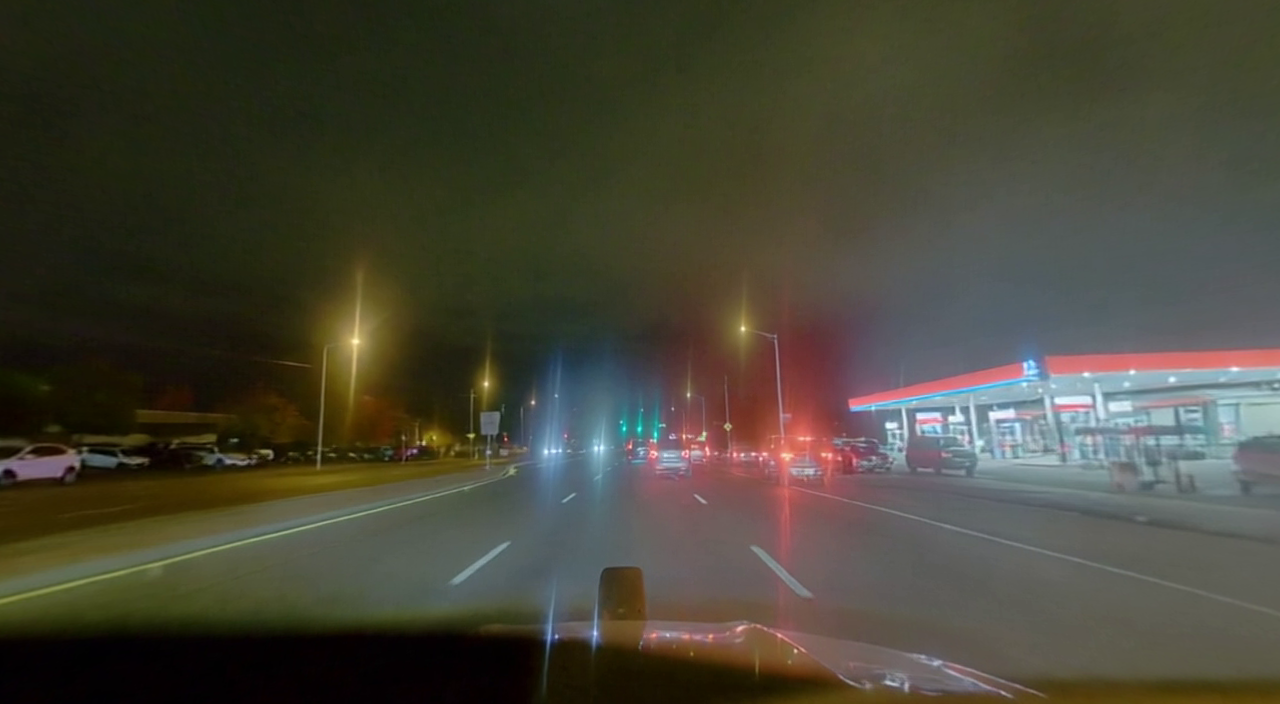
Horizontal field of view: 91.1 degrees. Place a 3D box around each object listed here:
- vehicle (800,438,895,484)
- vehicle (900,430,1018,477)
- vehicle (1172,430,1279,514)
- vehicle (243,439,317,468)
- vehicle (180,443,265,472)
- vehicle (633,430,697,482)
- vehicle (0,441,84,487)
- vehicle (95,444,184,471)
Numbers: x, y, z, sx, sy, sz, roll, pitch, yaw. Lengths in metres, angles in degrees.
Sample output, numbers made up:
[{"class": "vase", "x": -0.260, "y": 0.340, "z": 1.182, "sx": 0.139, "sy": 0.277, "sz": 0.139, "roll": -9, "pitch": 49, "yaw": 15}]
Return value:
[{"class": "vehicle", "x": 7.362, "y": 3.900, "z": 22.848, "sx": 1.818, "sy": 1.459, "sz": 4.806, "roll": 0, "pitch": -8, "yaw": 0}, {"class": "vehicle", "x": 12.706, "y": 4.083, "z": 25.425, "sx": 2.019, "sy": 1.711, "sz": 4.862, "roll": 0, "pitch": -8, "yaw": -3}, {"class": "vehicle", "x": 14.060, "y": 2.288, "z": 12.689, "sx": 4.620, "sy": 1.464, "sz": 2.102, "roll": -3, "pitch": -8, "yaw": 0}, {"class": "vehicle", "x": -25.734, "y": 7.270, "z": 45.107, "sx": 2.086, "sy": 1.967, "sz": 5.297, "roll": 0, "pitch": -8, "yaw": 1}, {"class": "vehicle", "x": -26.245, "y": 6.626, "z": 39.686, "sx": 1.922, "sy": 1.755, "sz": 4.511, "roll": -1, "pitch": -8, "yaw": 6}, {"class": "vehicle", "x": 0.955, "y": 4.122, "z": 25.245, "sx": 2.317, "sy": 1.857, "sz": 5.150, "roll": 0, "pitch": -8, "yaw": 1}, {"class": "vehicle", "x": -25.937, "y": 4.598, "z": 25.909, "sx": 2.044, "sy": 1.695, "sz": 4.619, "roll": -1, "pitch": -7, "yaw": -5}, {"class": "vehicle", "x": -31.591, "y": 6.645, "z": 39.811, "sx": 1.920, "sy": 1.446, "sz": 4.448, "roll": -3, "pitch": -8, "yaw": 1}]
